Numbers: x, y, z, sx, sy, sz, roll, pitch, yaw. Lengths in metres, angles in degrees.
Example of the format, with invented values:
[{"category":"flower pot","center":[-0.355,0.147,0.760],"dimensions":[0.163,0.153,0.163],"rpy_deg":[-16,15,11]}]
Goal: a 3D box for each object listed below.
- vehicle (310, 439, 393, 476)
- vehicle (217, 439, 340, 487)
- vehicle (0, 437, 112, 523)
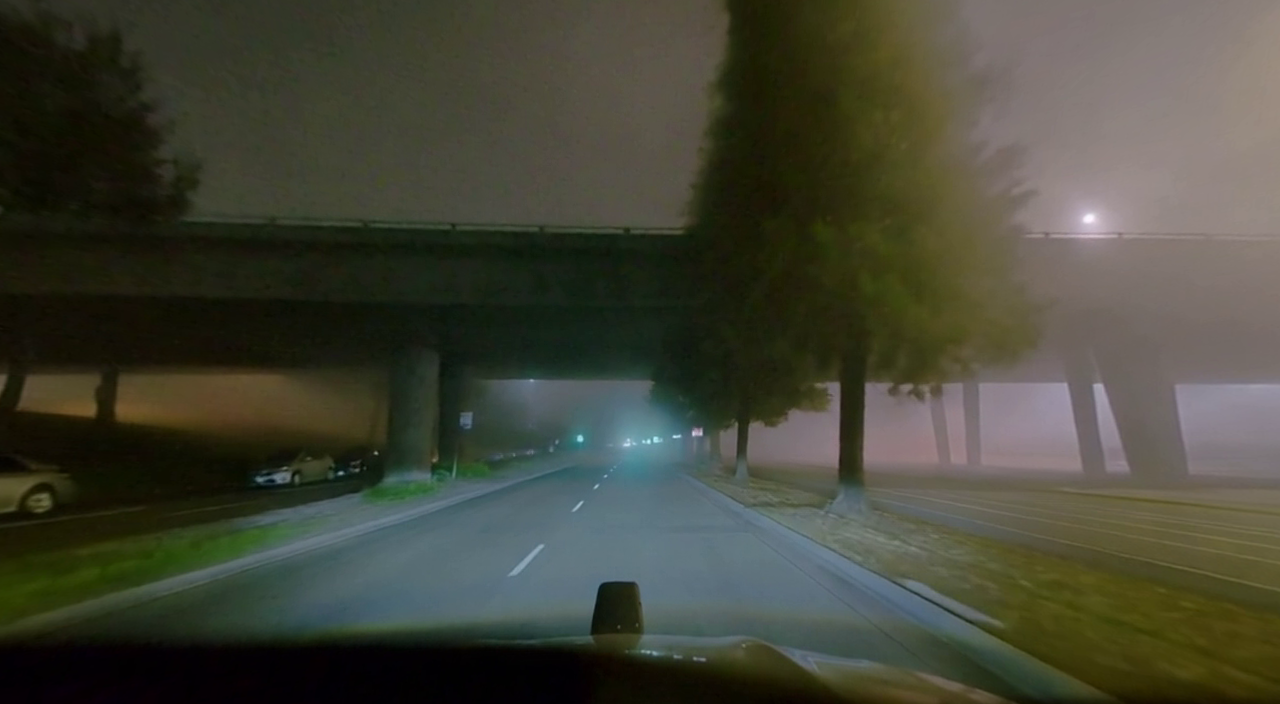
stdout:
[{"category":"vehicle","center":[-13.335,4.909,29.535],"dimensions":[1.961,1.576,4.131],"rpy_deg":[0,-8,-1]},{"category":"vehicle","center":[-13.044,4.006,23.196],"dimensions":[1.907,1.553,4.683],"rpy_deg":[0,-8,-2]},{"category":"vehicle","center":[-12.931,2.367,11.610],"dimensions":[2.074,1.529,5.079],"rpy_deg":[1,-8,0]}]
